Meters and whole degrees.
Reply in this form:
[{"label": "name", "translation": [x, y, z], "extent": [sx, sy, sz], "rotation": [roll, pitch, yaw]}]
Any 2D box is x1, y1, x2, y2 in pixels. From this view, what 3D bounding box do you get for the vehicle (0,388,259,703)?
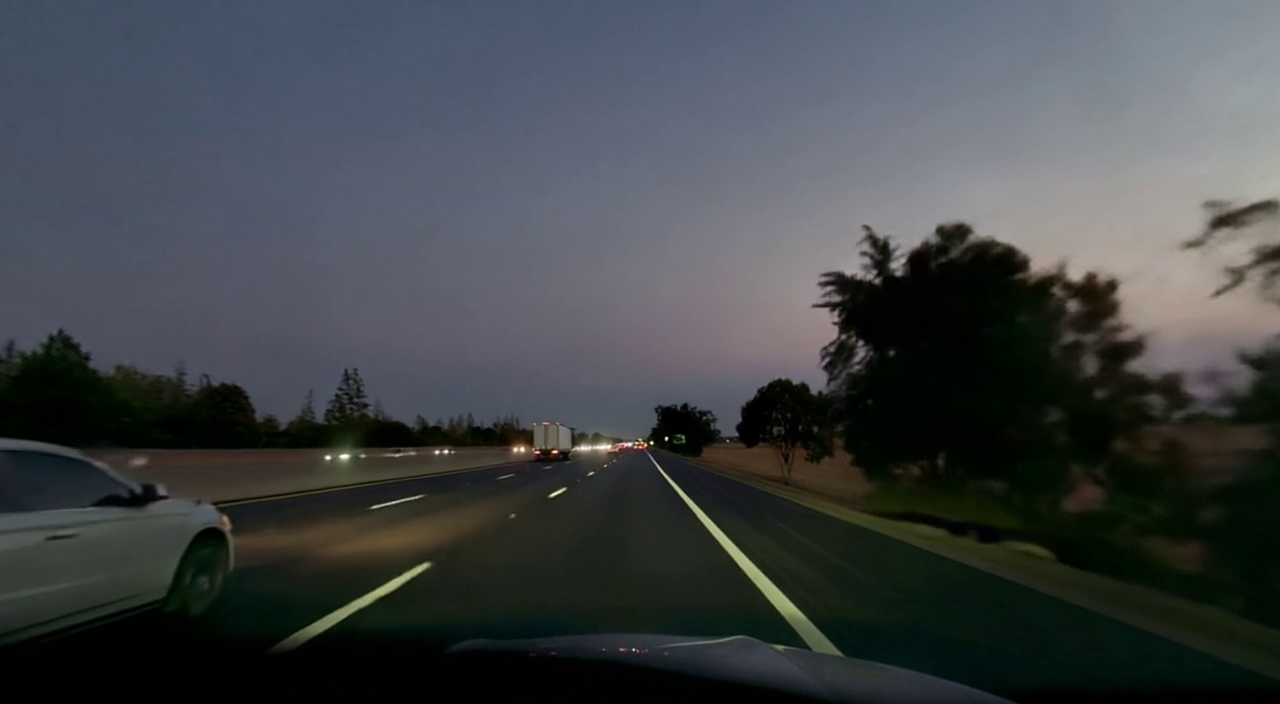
[{"label": "vehicle", "translation": [-3.854, 0.850, 2.172], "extent": [2.028, 1.553, 4.820], "rotation": [0, -9, 0]}]
